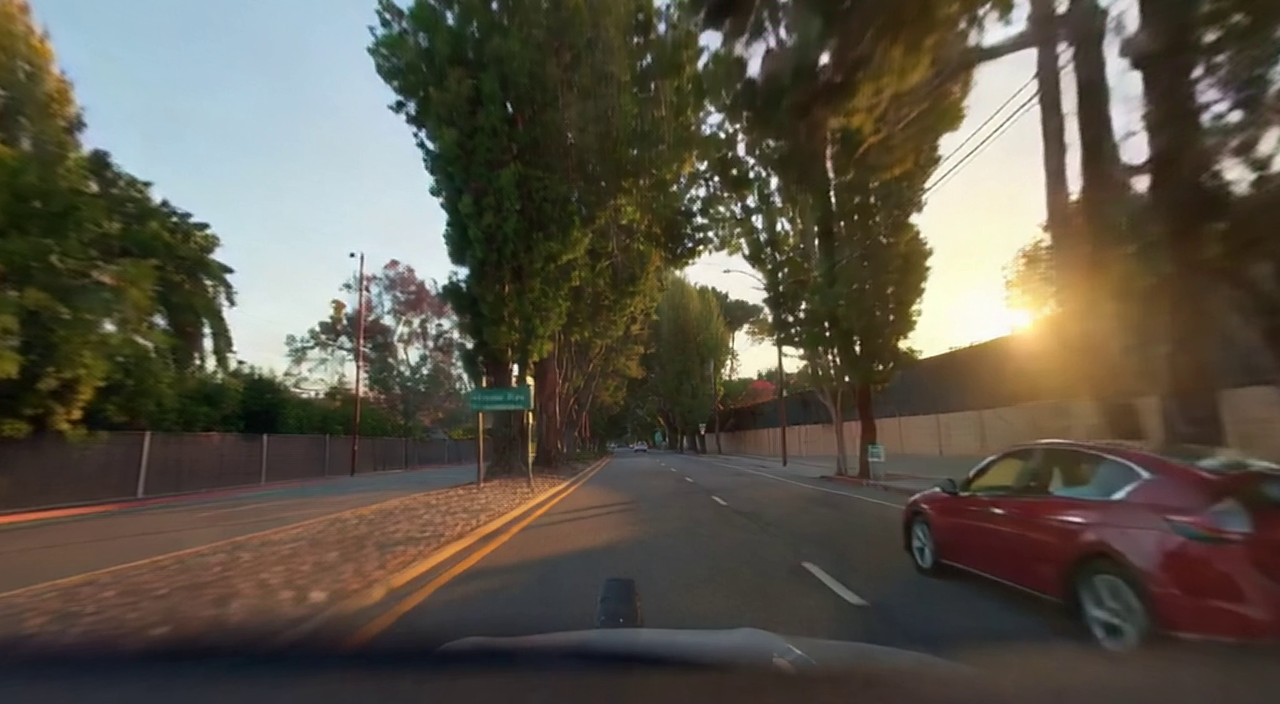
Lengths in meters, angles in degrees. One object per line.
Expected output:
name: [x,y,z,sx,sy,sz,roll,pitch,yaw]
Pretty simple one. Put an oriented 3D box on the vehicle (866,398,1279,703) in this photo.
vehicle: [3.475,1.268,4.671,1.985,1.529,4.316,0,-8,0]
